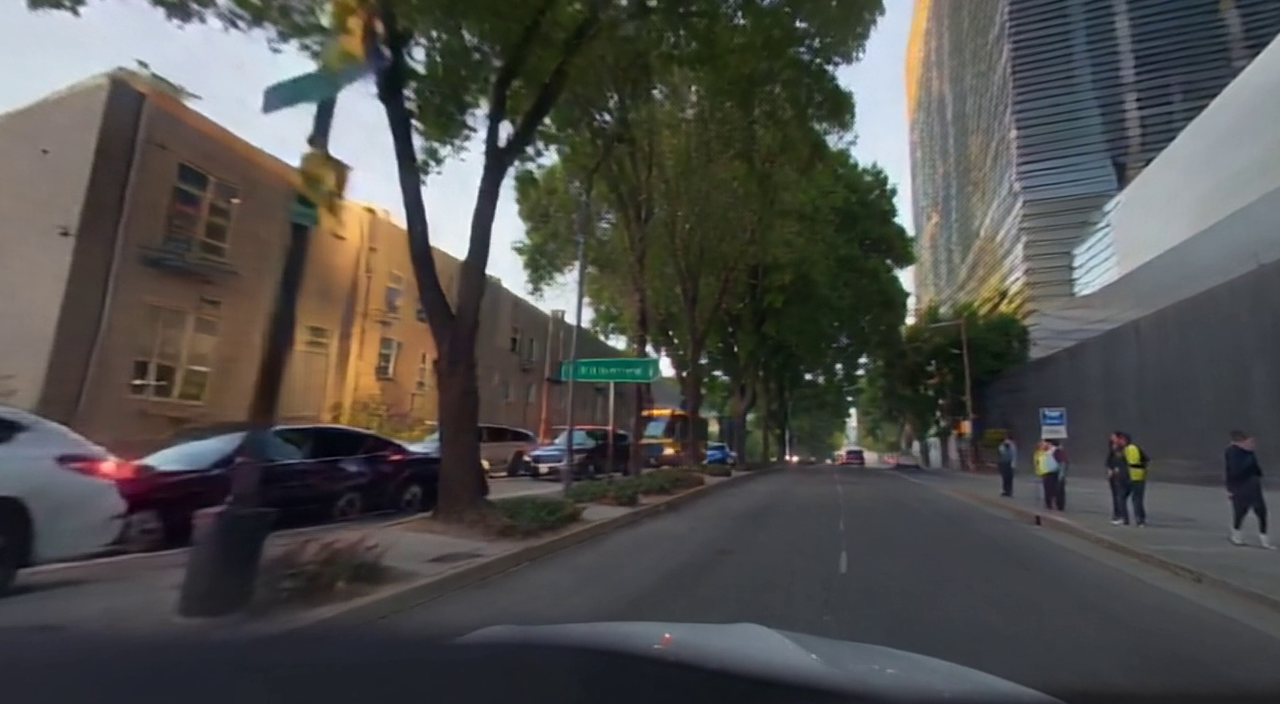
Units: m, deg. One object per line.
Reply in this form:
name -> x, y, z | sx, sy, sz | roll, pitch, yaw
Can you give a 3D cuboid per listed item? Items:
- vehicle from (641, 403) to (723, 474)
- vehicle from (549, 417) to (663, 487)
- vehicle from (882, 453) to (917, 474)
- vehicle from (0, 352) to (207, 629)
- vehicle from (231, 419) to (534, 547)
vehicle -> 1.958, 3.769, 27.255 | 2.268, 2.708, 5.699 | -3, -9, 17
vehicle -> -0.864, 3.049, 19.328 | 1.988, 1.855, 4.599 | -3, -9, 17
vehicle -> 20.013, 8.582, 48.850 | 1.888, 1.536, 4.381 | -2, -9, 15
vehicle -> -5.508, 0.794, 3.434 | 2.053, 1.798, 4.841 | -3, -9, 17
vehicle -> -3.571, 1.919, 9.938 | 1.826, 1.488, 4.628 | -3, -9, 17
